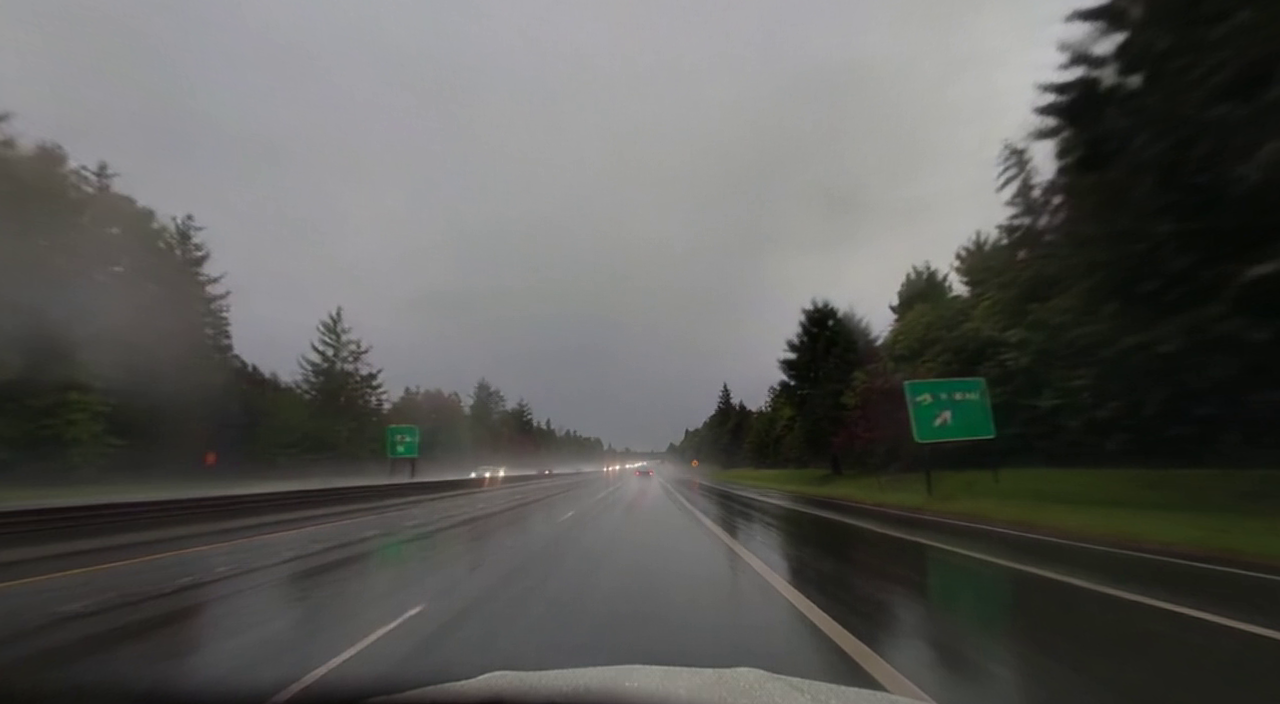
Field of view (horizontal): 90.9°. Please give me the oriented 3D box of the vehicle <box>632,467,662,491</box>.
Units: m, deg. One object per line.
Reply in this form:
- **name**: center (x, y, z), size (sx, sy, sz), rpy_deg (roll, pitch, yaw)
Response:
- **vehicle**: center (0.462, 8.930, 44.505), size (2.016, 1.530, 4.009), rpy_deg (1, -11, 0)
